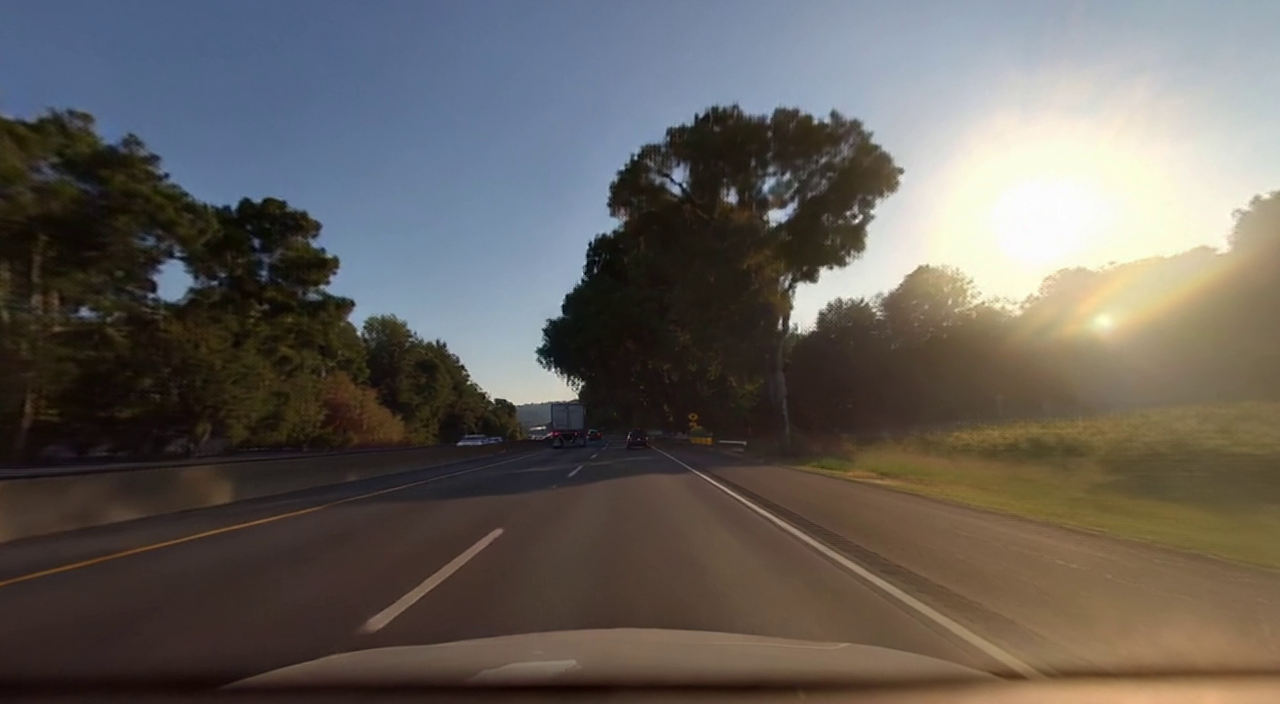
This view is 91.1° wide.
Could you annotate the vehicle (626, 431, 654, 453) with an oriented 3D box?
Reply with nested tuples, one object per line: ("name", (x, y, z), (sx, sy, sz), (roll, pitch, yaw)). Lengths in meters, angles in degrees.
("vehicle", (-0.049, 6.576, 46.054), (1.988, 1.472, 3.716), (0, -8, -1))

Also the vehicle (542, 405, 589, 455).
("vehicle", (-4.853, 5.269, 42.232), (2.450, 3.098, 6.965), (0, -8, -1))
